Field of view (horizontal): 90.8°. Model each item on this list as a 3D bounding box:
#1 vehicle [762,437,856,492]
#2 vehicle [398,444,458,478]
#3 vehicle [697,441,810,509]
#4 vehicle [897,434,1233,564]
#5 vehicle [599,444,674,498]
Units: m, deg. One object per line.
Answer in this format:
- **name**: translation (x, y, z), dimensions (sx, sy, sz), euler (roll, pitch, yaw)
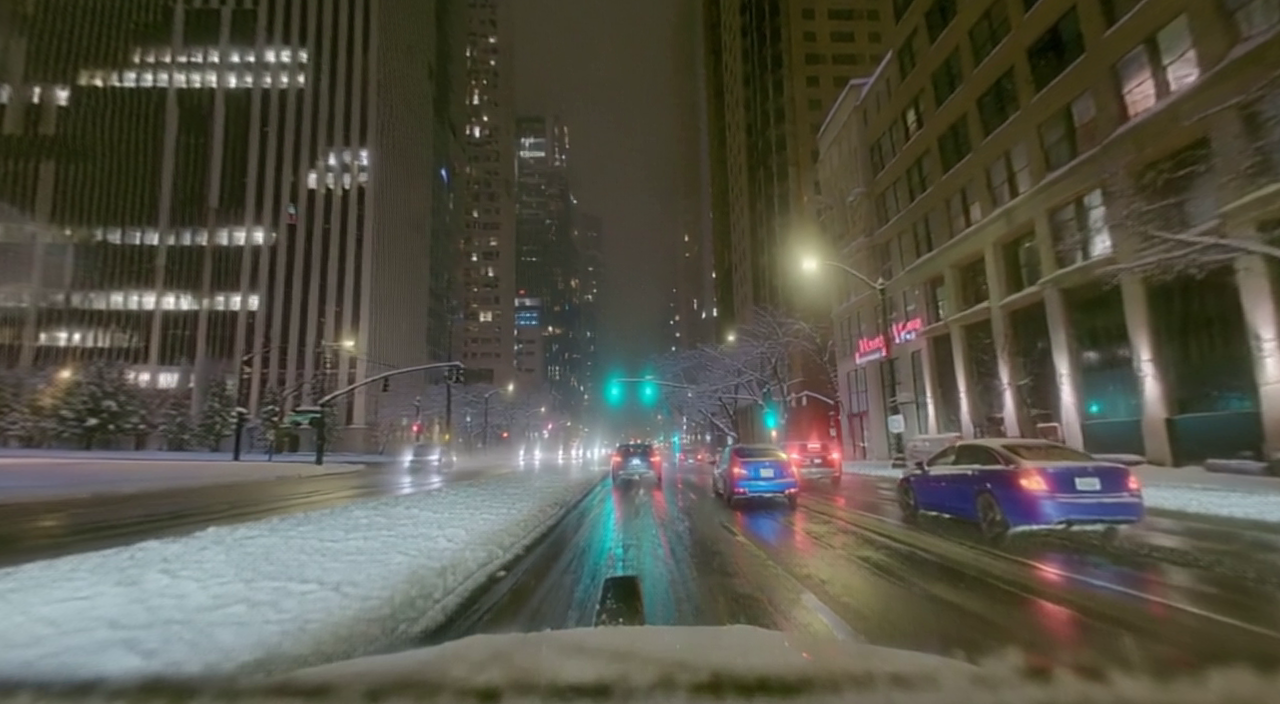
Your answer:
- **vehicle**: translation (6.008, 4.048, 23.104), dimensions (2.015, 1.745, 4.444), euler (-1, -9, -2)
- **vehicle**: translation (-12.252, 6.308, 36.887), dimensions (1.861, 1.780, 4.814), euler (-1, -9, 0)
- **vehicle**: translation (2.758, 3.104, 16.489), dimensions (1.987, 1.484, 4.427), euler (-1, -9, -2)
- **vehicle**: translation (6.016, 2.096, 9.874), dimensions (1.914, 1.484, 4.639), euler (-1, -9, -2)
- **vehicle**: translation (-0.155, 3.669, 19.926), dimensions (2.096, 1.457, 4.160), euler (-1, -9, -1)
